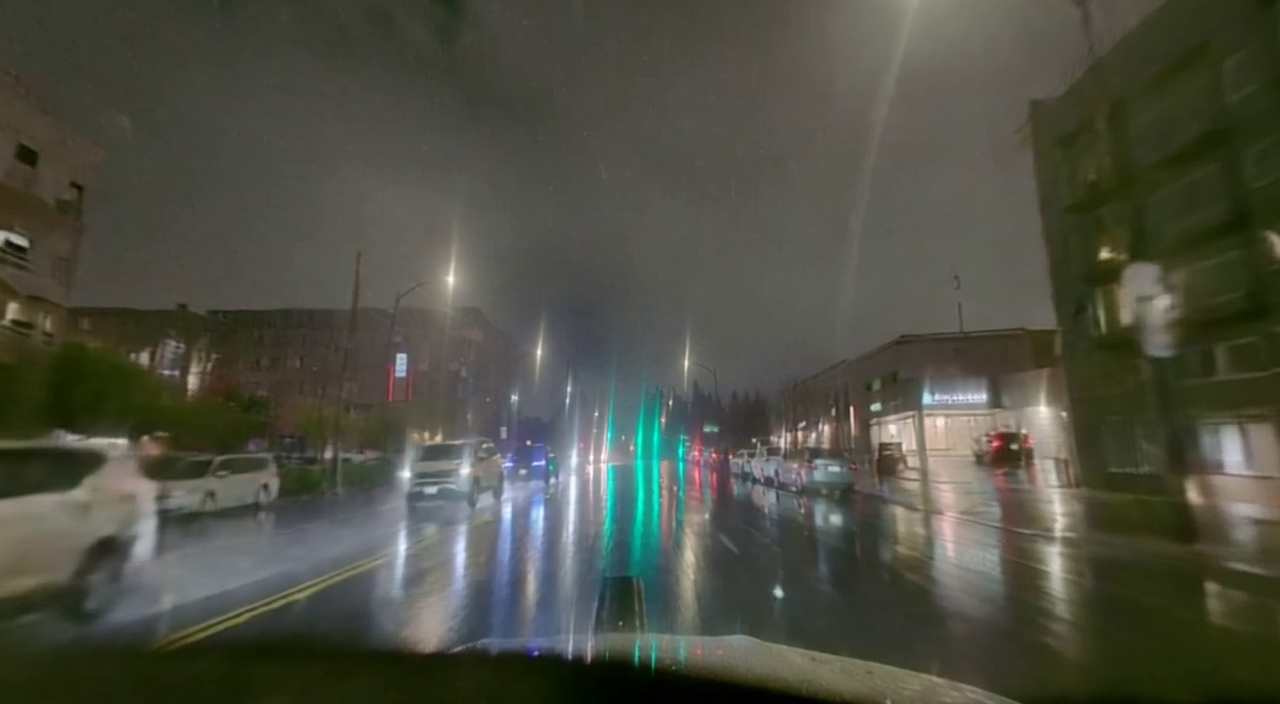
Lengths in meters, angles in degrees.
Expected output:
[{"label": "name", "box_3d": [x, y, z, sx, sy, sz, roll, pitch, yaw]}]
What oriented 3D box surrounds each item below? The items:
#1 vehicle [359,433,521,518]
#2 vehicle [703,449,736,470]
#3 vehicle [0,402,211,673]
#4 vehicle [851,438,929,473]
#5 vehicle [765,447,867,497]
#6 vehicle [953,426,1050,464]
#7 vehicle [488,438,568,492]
[{"label": "vehicle", "box_3d": [-4.333, 2.749, 14.614, 2.145, 1.653, 4.421, -1, -8, 2]}, {"label": "vehicle", "box_3d": [6.032, 8.229, 48.469, 1.837, 1.482, 4.706, 0, -8, -1]}, {"label": "vehicle", "box_3d": [-4.906, 1.084, 3.488, 1.950, 1.636, 4.253, -1, -8, 2]}, {"label": "vehicle", "box_3d": [11.722, 4.884, 30.046, 1.866, 1.506, 4.934, 0, -8, 2]}, {"label": "vehicle", "box_3d": [5.980, 4.092, 22.066, 2.054, 1.525, 4.258, 0, -8, -4]}, {"label": "vehicle", "box_3d": [17.256, 4.487, 30.435, 1.908, 1.680, 4.434, 0, -8, -2]}, {"label": "vehicle", "box_3d": [-3.784, 3.897, 22.206, 1.914, 1.682, 4.263, -1, -8, 2]}]
